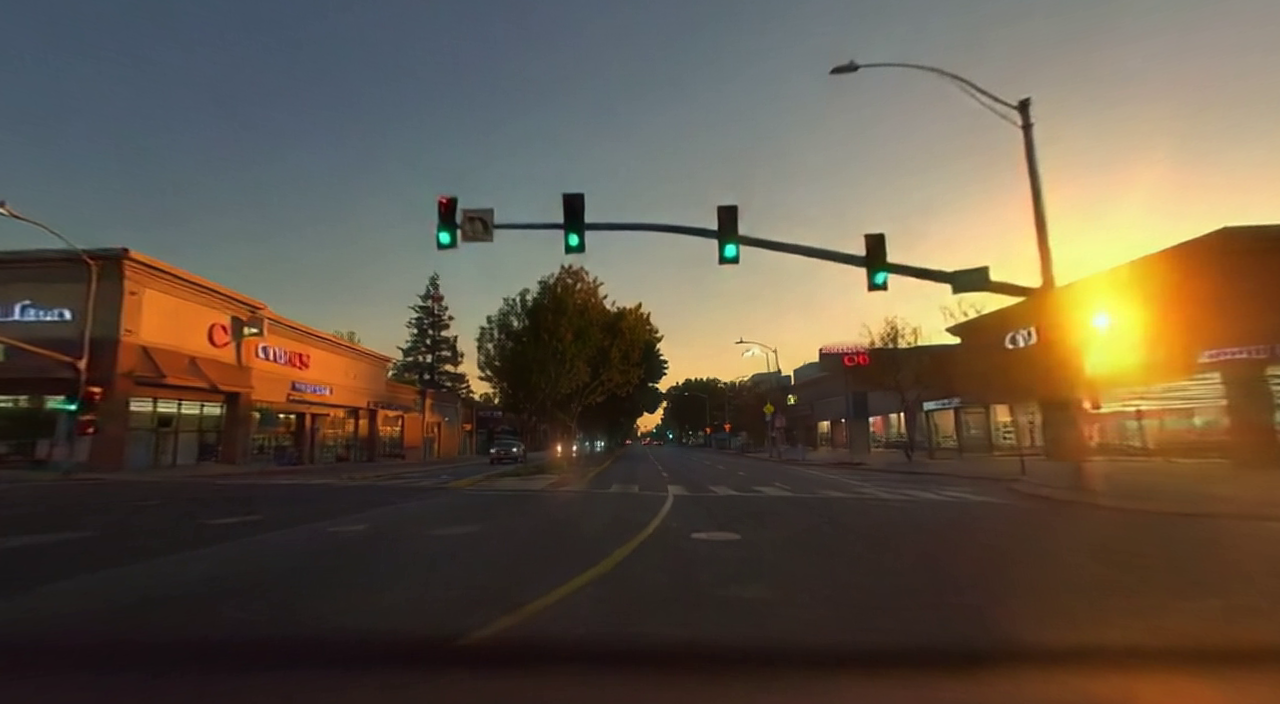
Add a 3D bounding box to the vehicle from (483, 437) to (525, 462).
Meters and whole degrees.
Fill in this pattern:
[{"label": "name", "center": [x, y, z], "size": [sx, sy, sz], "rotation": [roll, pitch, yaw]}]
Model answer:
[{"label": "vehicle", "center": [-9.717, 7.017, 45.411], "size": [1.954, 1.694, 4.310], "rotation": [-1, -8, 2]}]
